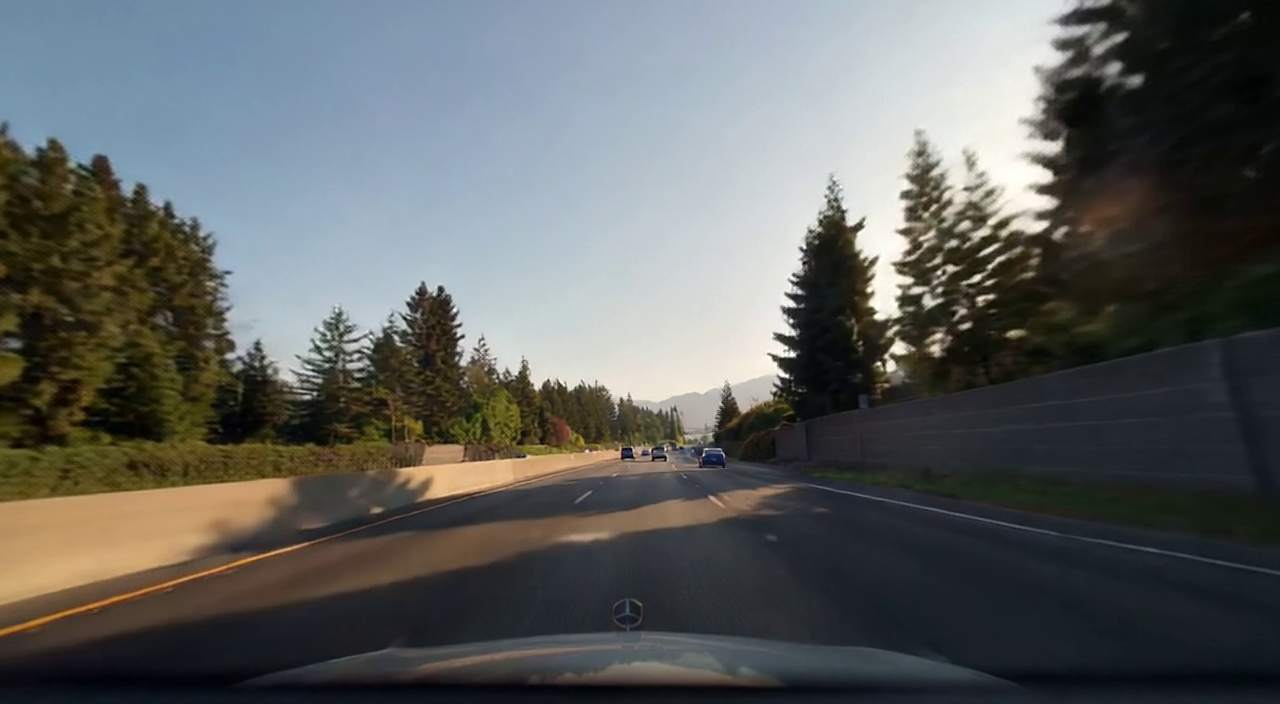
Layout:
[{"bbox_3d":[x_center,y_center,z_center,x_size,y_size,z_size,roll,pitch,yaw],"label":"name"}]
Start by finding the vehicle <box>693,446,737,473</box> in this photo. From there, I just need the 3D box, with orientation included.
[{"bbox_3d":[4.505,6.550,38.530,2.175,1.574,3.943,0,-9,0],"label":"vehicle"}]
